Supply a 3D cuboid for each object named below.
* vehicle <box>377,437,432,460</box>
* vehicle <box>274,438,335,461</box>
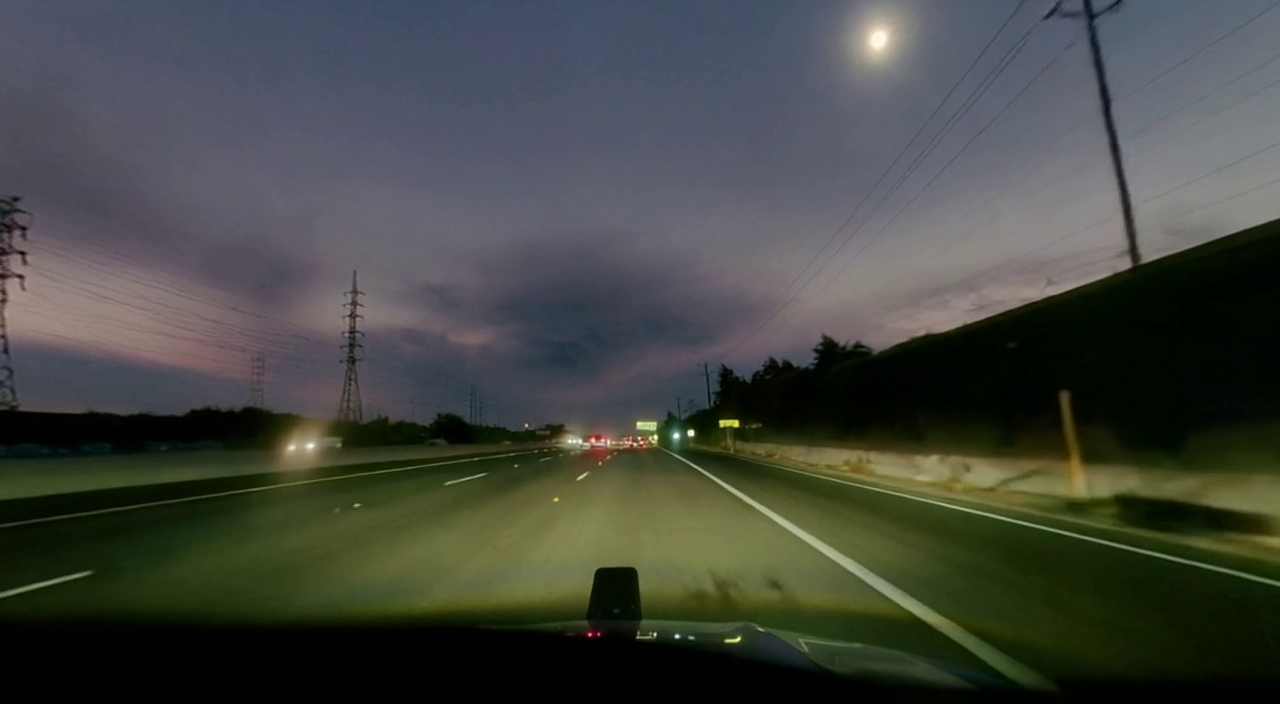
[{"bbox_3d":[-15.355,6.290,41.353,1.930,1.419,4.429,0,-8,0],"label":"vehicle"},{"bbox_3d":[-23.109,6.714,43.516,1.803,1.477,4.353,0,-8,0],"label":"vehicle"}]
